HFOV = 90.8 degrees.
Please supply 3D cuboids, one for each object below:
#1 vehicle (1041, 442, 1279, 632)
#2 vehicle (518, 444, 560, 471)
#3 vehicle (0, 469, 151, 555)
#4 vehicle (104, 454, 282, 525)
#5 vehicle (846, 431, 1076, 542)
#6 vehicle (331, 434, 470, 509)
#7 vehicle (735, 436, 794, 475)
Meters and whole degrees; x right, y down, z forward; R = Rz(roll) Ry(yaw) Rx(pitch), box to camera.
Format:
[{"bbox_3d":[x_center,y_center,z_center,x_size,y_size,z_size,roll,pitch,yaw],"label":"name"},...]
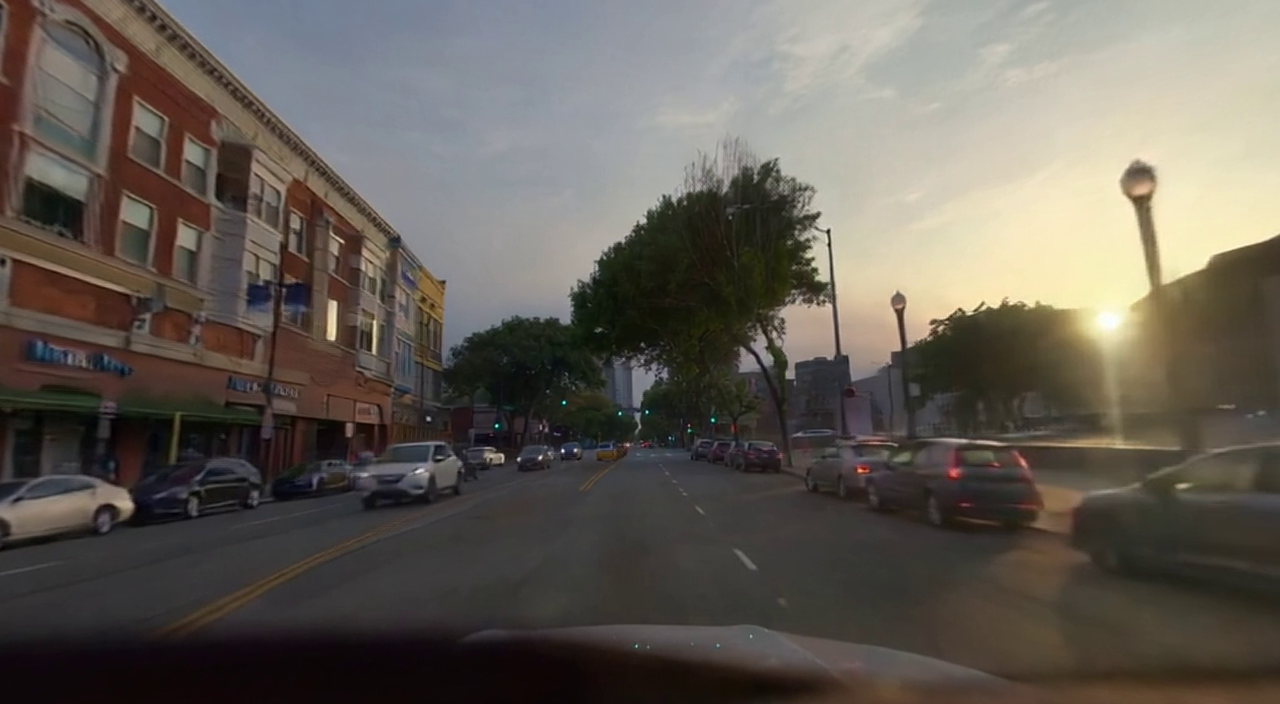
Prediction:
[{"bbox_3d":[5.844,1.500,5.376,1.787,1.463,4.506,0,-9,-2],"label":"vehicle"},{"bbox_3d":[-6.232,6.566,39.502,1.898,1.532,4.337,-1,-9,0],"label":"vehicle"},{"bbox_3d":[-12.501,3.162,12.602,1.868,1.418,4.415,-2,-9,1],"label":"vehicle"},{"bbox_3d":[-12.009,3.660,17.395,1.834,1.643,4.110,-1,-9,1],"label":"vehicle"},{"bbox_3d":[5.564,2.358,11.773,1.899,1.642,4.463,0,-9,0],"label":"vehicle"},{"bbox_3d":[-6.362,3.210,17.467,2.095,1.759,4.413,-1,-9,0],"label":"vehicle"},{"bbox_3d":[6.036,5.078,31.142,2.047,1.720,4.353,0,-9,0],"label":"vehicle"}]
